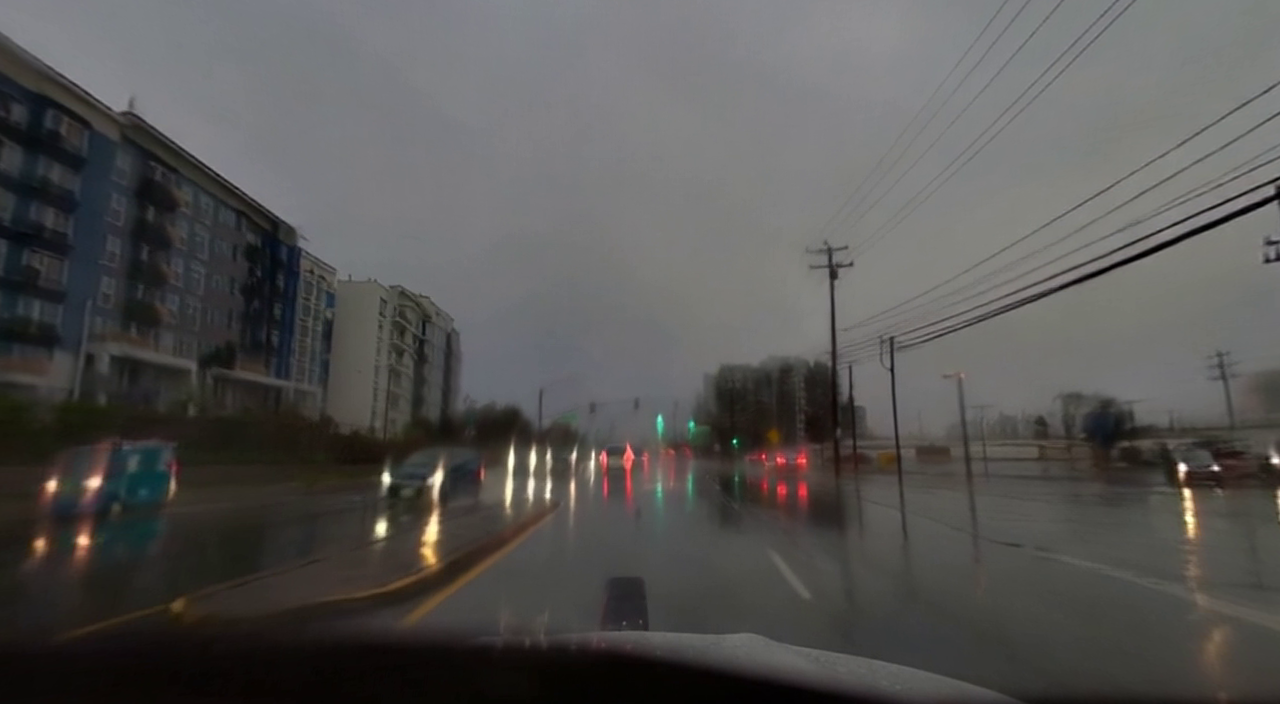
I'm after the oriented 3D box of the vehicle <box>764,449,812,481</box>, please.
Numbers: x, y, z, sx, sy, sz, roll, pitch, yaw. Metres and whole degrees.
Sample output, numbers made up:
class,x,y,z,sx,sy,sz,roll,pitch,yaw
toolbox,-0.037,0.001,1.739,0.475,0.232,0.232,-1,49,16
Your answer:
class,x,y,z,sx,sy,sz,roll,pitch,yaw
vehicle,8.795,6.696,37.804,1.952,1.749,4.311,-1,-8,2

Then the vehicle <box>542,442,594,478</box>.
class,x,y,z,sx,sy,sz,roll,pitch,yaw
vehicle,-4.779,7.299,42.933,2.515,2.248,5.821,-1,-8,3

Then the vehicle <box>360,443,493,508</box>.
class,x,y,z,sx,sy,sz,roll,pitch,yaw
vehicle,-5.553,3.232,17.081,1.973,1.502,4.275,-1,-8,2

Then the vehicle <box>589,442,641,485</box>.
class,x,y,z,sx,sy,sz,roll,pitch,yaw
vehicle,-1.123,5.013,28.784,2.160,1.786,4.702,0,-8,-2

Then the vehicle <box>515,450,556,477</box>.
class,x,y,z,sx,sy,sz,roll,pitch,yaw
vehicle,-7.682,8.253,46.773,2.123,1.831,4.304,-1,-8,2
